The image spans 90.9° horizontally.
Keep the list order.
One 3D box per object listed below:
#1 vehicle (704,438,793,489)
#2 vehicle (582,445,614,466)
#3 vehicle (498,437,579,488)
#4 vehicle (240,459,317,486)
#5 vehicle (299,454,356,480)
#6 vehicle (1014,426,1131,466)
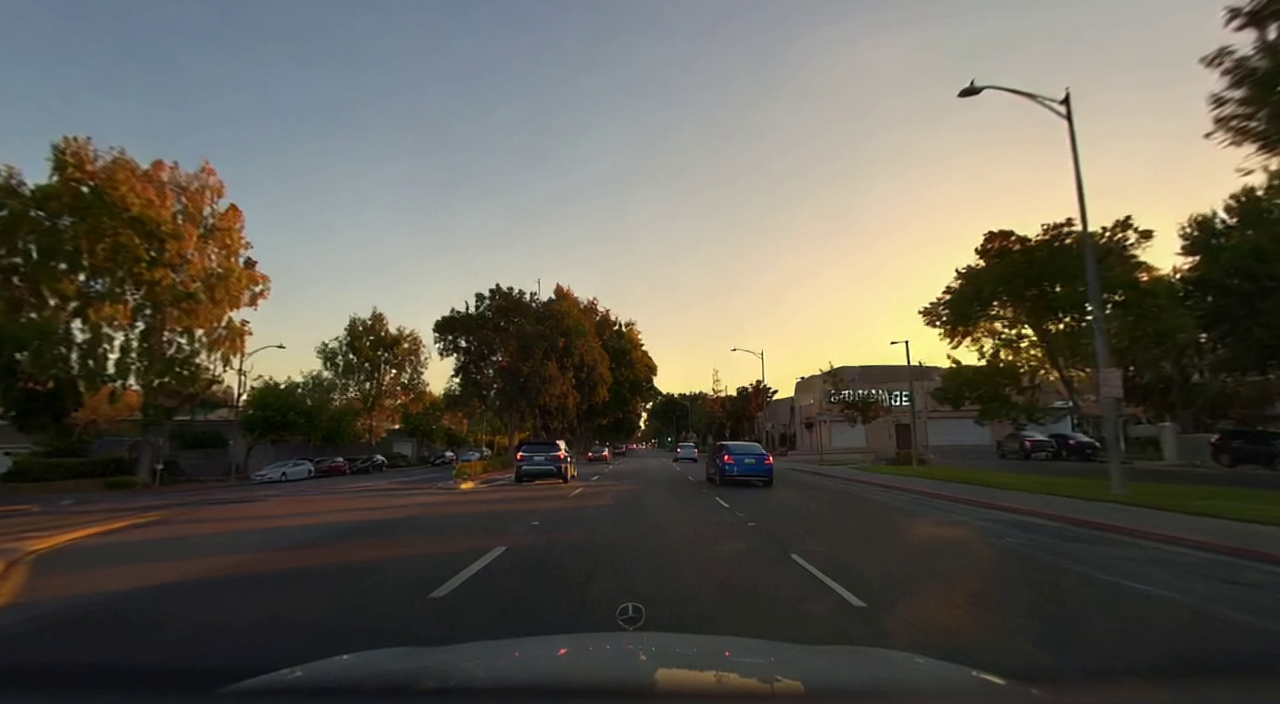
[{"bbox_3d":[3.397,3.592,20.626,2.083,1.474,4.360,0,-8,-1],"label":"vehicle"},{"bbox_3d":[-3.085,7.717,47.069,2.060,1.459,4.311,0,-8,0],"label":"vehicle"},{"bbox_3d":[-3.471,3.876,22.404,2.113,1.626,4.129,0,-8,1],"label":"vehicle"},{"bbox_3d":[-22.460,7.461,39.395,2.059,1.463,4.780,0,-8,-2],"label":"vehicle"},{"bbox_3d":[-22.550,8.306,45.667,1.853,1.693,4.233,0,-8,1],"label":"vehicle"},{"bbox_3d":[28.547,6.172,41.664,6.334,2.182,2.351,-2,-8,-11],"label":"vehicle"}]
